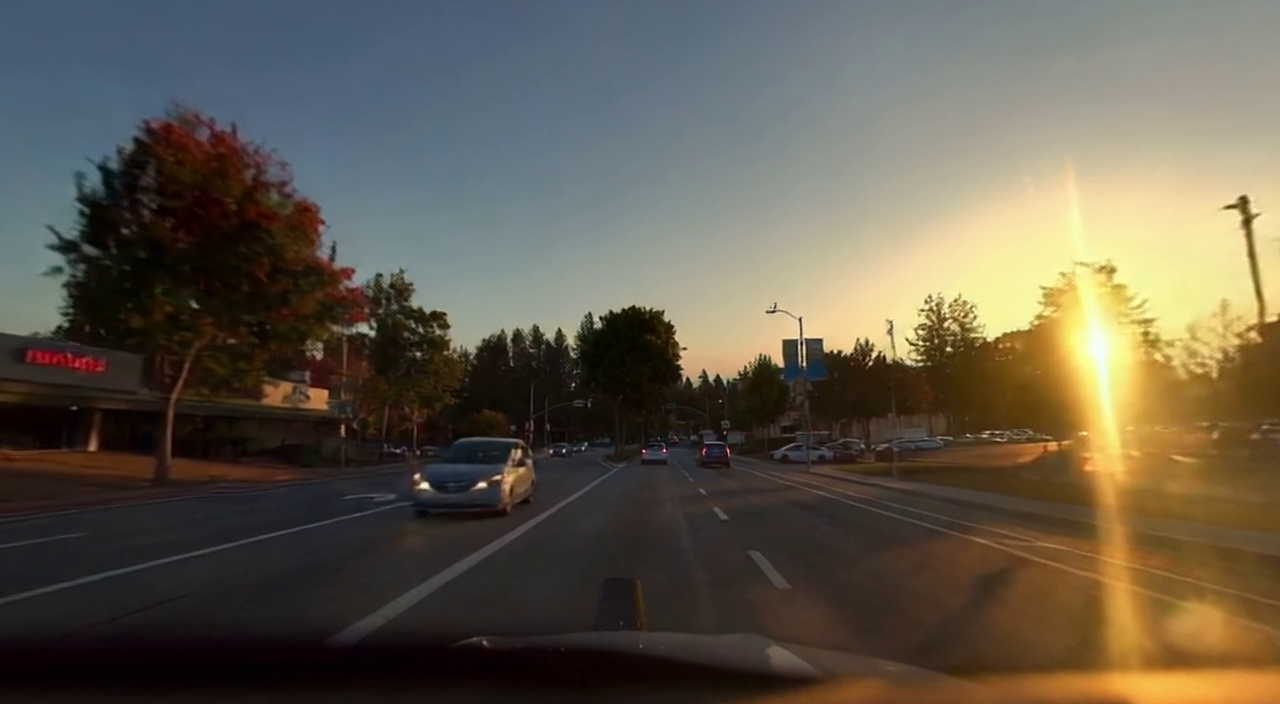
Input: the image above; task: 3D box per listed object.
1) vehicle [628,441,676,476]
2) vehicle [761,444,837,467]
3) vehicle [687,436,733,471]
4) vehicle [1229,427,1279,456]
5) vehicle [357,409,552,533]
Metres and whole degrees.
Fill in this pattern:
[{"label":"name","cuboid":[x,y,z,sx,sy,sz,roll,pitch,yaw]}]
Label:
[{"label":"vehicle","cuboid":[0.500,4.636,27.813,1.917,1.418,3.987,0,-8,0]},{"label":"vehicle","cuboid":[10.650,6.942,42.509,4.662,1.495,1.998,-1,-9,5]},{"label":"vehicle","cuboid":[3.732,5.505,34.542,2.046,1.768,4.370,0,-8,1]},{"label":"vehicle","cuboid":[41.299,5.764,40.934,4.029,1.649,1.857,-4,-8,6]},{"label":"vehicle","cuboid":[-3.006,2.061,11.454,2.092,1.779,4.468,0,-8,1]}]
